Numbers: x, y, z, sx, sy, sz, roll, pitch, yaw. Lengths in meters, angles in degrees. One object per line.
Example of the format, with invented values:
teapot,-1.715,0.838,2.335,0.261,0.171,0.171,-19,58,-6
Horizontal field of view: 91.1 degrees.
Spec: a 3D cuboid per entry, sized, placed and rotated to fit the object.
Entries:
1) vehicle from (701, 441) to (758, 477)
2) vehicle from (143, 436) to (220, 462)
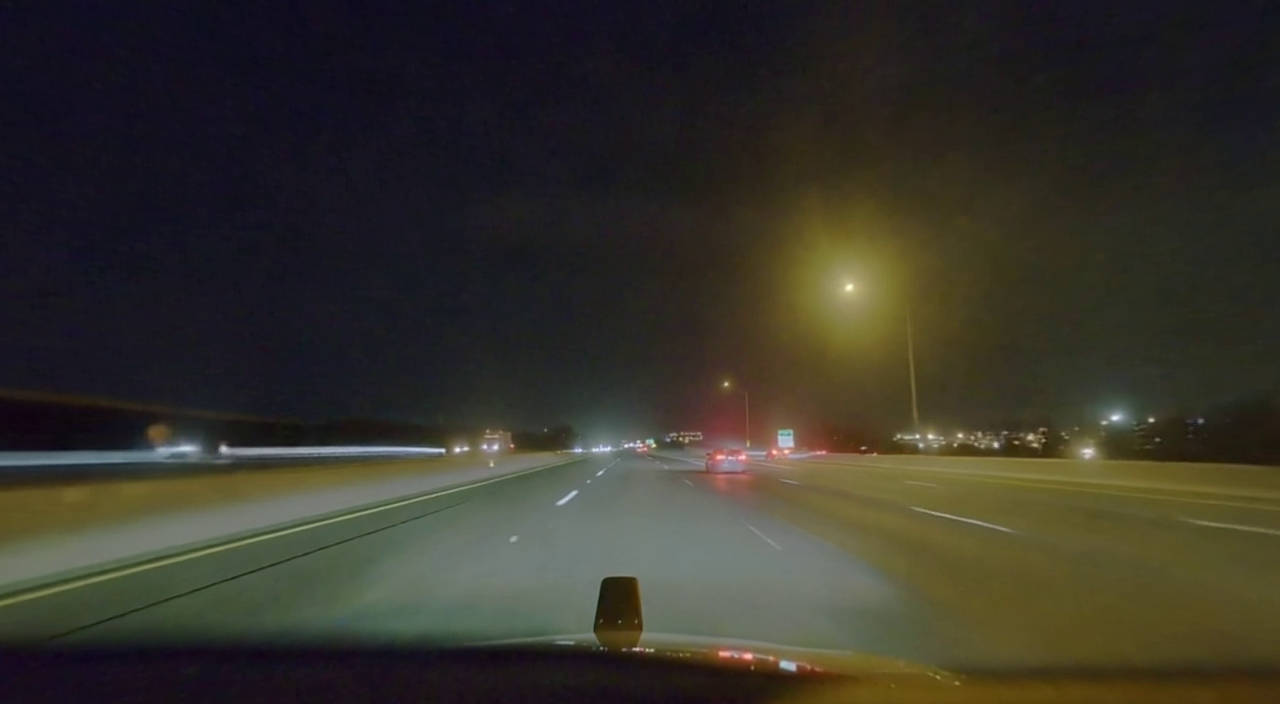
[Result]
vehicle,4.105,5.030,29.622,1.984,1.540,3.973,0,-9,-2
vehicle,-33.345,7.088,45.914,2.004,1.820,4.685,-1,-9,0
